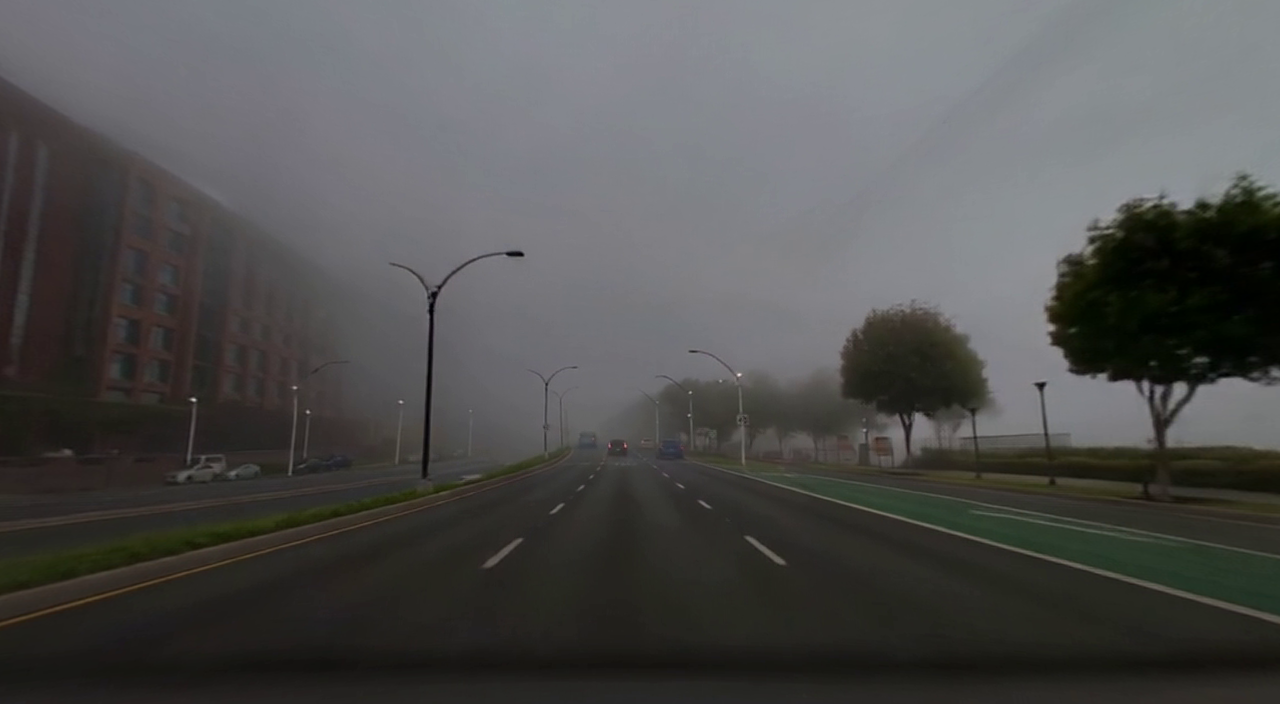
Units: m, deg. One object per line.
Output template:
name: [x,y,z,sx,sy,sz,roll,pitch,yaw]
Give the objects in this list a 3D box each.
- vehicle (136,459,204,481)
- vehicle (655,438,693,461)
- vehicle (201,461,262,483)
vehicle: [-35.515,8.880,47.843,3.762,1.498,1.983,4,-10,-28]
vehicle: [2.284,6.721,43.667,2.090,1.506,4.382,0,-8,-3]
vehicle: [-30.265,8.897,46.956,1.732,1.427,4.059,0,-8,1]
